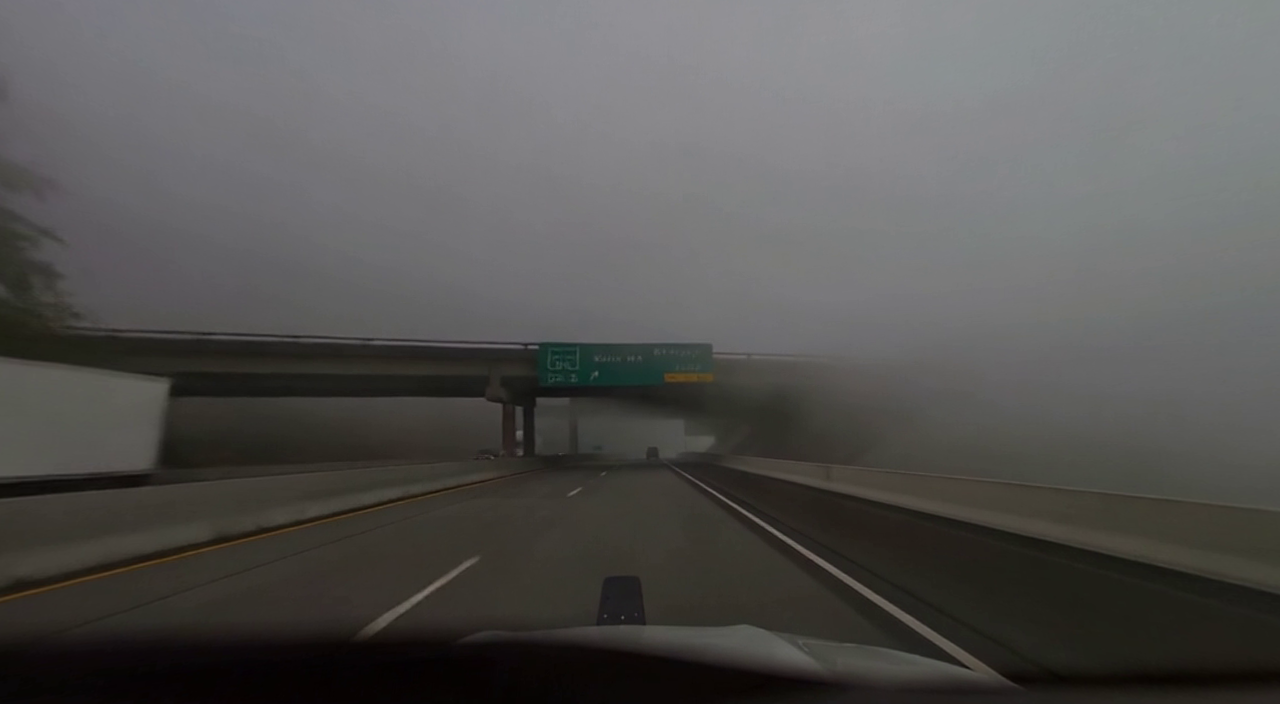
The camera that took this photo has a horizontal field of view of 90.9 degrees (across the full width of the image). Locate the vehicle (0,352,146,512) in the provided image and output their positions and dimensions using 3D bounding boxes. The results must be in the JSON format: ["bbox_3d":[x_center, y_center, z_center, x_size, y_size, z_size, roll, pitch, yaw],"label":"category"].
[{"bbox_3d":[-16.863,1.649,13.416,2.895,3.804,11.880,0,-9,1],"label":"vehicle"}]
